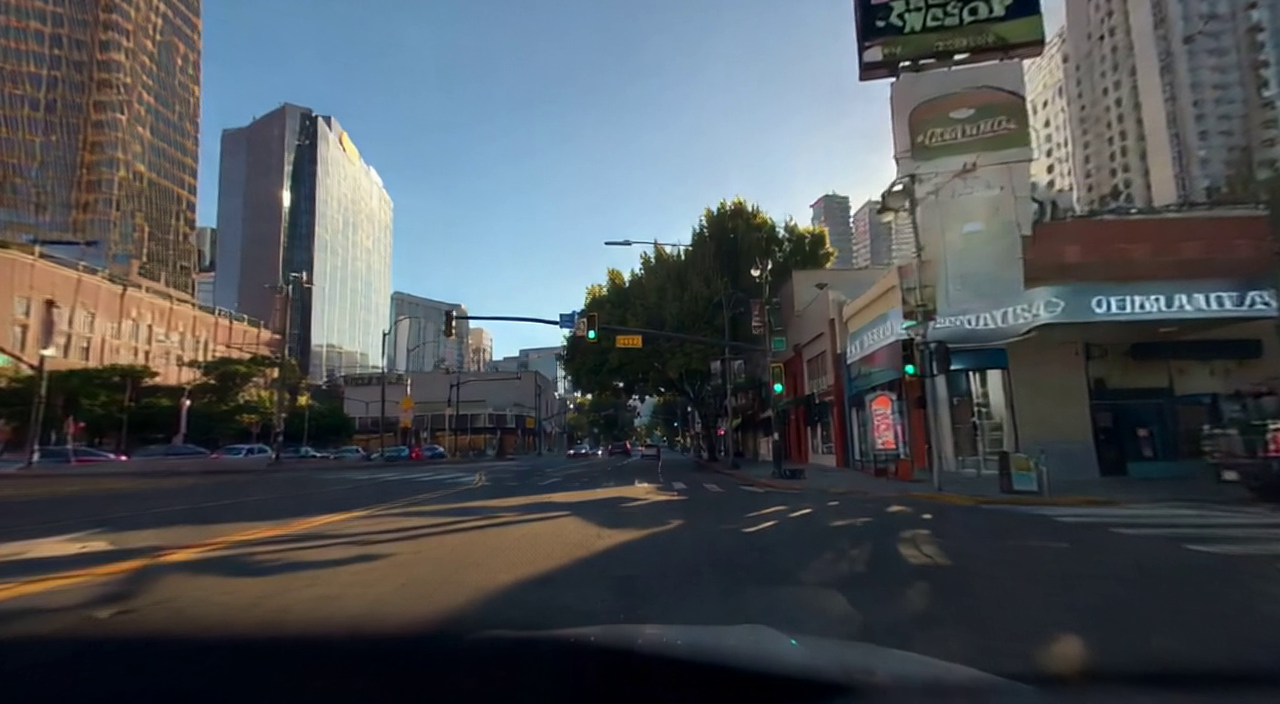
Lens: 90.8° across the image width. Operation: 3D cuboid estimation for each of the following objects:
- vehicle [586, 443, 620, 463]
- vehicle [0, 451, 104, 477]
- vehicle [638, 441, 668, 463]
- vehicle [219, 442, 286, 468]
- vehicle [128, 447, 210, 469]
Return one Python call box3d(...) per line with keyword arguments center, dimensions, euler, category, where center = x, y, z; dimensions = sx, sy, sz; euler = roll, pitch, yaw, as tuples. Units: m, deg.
box3d(center=(-2.719, 7.496, 47.137), dimensions=(1.962, 1.420, 4.021), euler=(0, -9, 4), category="vehicle")
box3d(center=(-36.323, 6.849, 38.938), dimensions=(1.826, 1.432, 4.530), euler=(-5, -10, 29), category="vehicle")
box3d(center=(0.998, 7.569, 47.950), dimensions=(2.168, 1.545, 4.047), euler=(0, -9, 1), category="vehicle")
box3d(center=(-28.231, 7.467, 46.113), dimensions=(1.643, 1.755, 3.666), euler=(-5, -9, 34), category="vehicle")
box3d(center=(-35.204, 7.916, 47.360), dimensions=(1.802, 1.549, 4.439), euler=(-4, -10, 26), category="vehicle")
